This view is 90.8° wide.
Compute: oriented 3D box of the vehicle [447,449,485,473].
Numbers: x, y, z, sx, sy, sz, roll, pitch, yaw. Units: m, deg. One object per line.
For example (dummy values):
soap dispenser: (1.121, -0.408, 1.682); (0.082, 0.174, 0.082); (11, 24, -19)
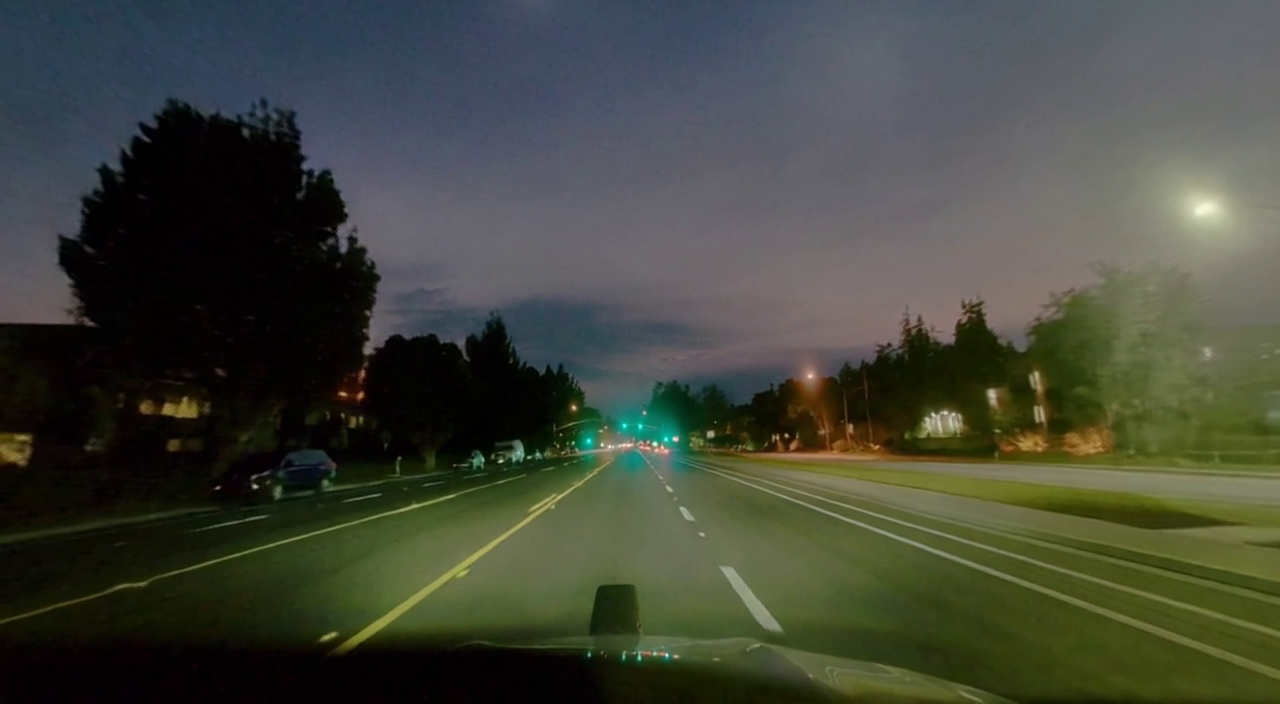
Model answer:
vehicle: (-12.417, 7.756, 45.292); (1.762, 1.552, 3.901); (-2, -8, -1)

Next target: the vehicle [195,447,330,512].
vehicle: (-12.276, 4.108, 20.959); (2.000, 1.821, 4.314); (-2, -8, -3)
